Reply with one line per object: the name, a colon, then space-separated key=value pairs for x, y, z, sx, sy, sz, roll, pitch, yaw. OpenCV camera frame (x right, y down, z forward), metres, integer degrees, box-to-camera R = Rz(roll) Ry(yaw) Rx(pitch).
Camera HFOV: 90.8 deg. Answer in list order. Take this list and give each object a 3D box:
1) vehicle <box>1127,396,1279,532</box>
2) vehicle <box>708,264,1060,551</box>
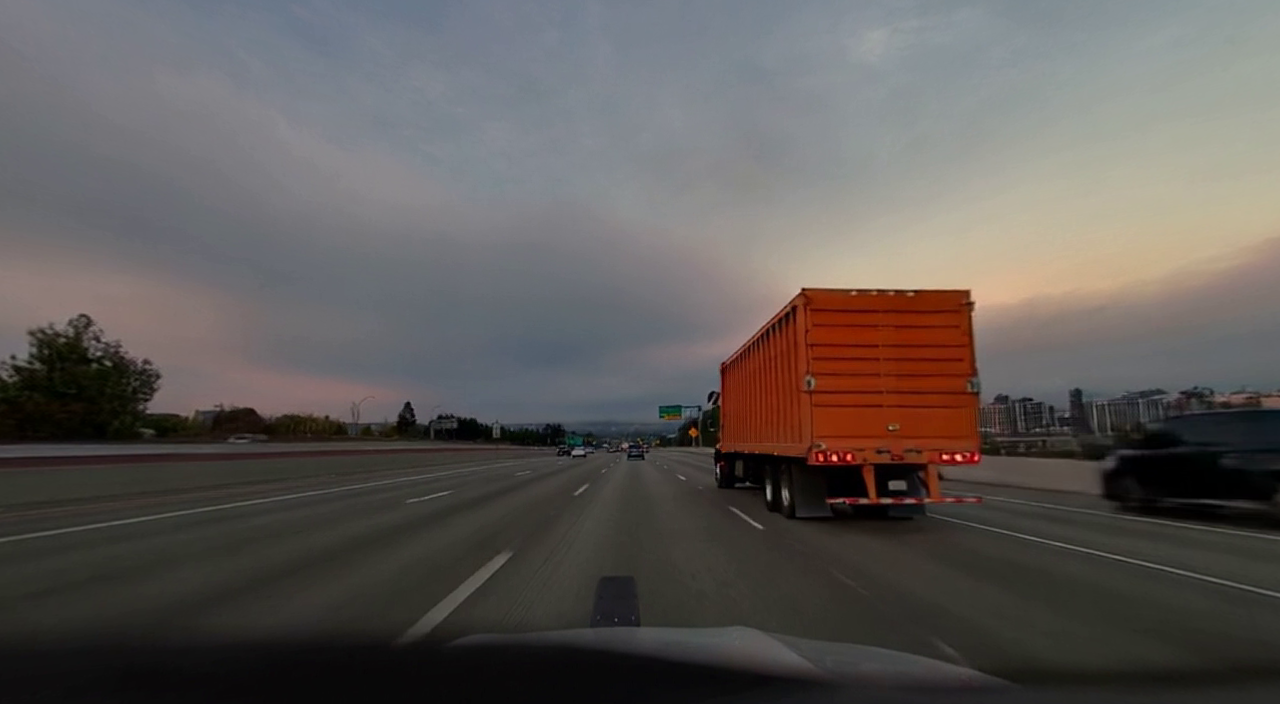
vehicle: x=10.894 y=1.715 z=9.681 sx=2.286 sy=2.044 sz=5.722 roll=0 pitch=-9 yaw=0
vehicle: x=3.557 y=1.425 z=13.162 sx=2.966 sy=3.586 sz=10.563 roll=0 pitch=-9 yaw=-1
